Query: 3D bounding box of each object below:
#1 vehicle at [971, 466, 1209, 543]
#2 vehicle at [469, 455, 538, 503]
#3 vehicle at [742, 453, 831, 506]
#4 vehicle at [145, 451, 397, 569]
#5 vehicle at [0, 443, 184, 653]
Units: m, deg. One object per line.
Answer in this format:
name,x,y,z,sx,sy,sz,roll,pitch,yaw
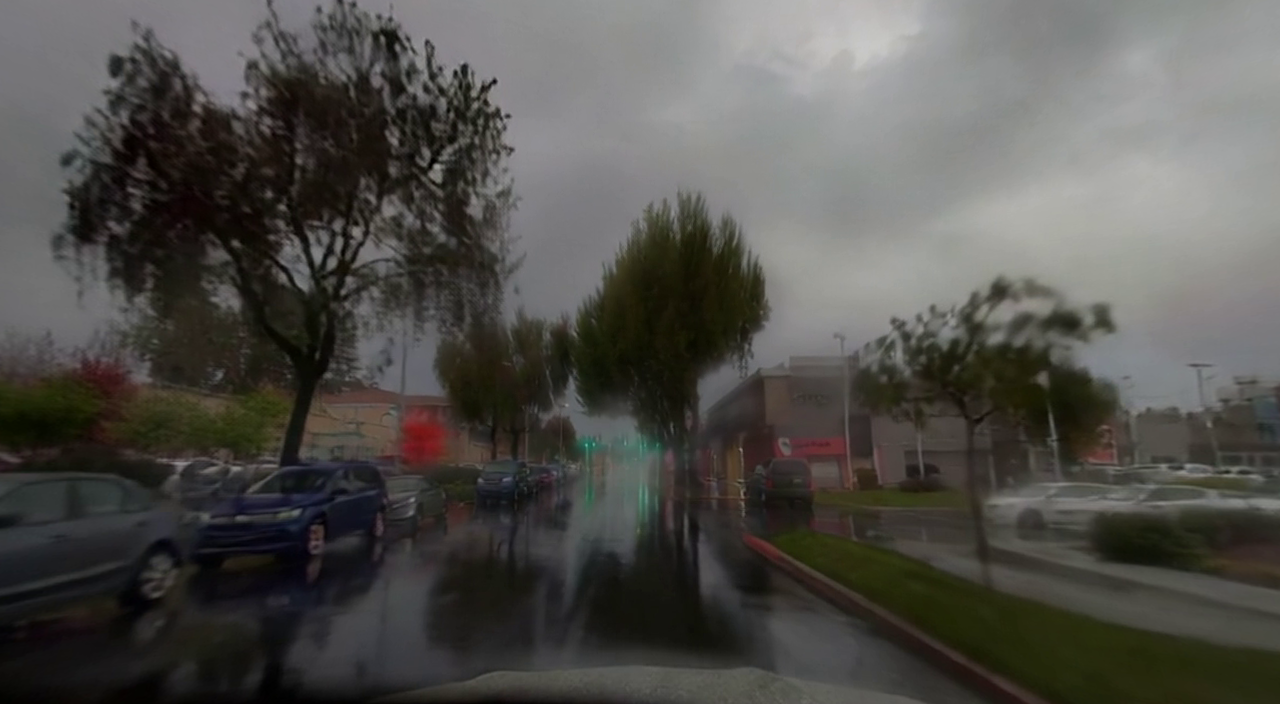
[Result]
vehicle,10.121,3.462,14.785,1.926,1.469,4.654,2,-11,-4
vehicle,-6.260,5.922,29.604,2.196,2.001,5.548,1,-11,-3
vehicle,5.442,4.836,24.065,2.054,1.779,4.650,1,-11,-3
vehicle,-6.065,2.647,11.118,1.957,1.634,4.164,1,-11,-1
vehicle,-5.783,1.466,4.669,1.820,1.578,4.043,1,-11,-2
